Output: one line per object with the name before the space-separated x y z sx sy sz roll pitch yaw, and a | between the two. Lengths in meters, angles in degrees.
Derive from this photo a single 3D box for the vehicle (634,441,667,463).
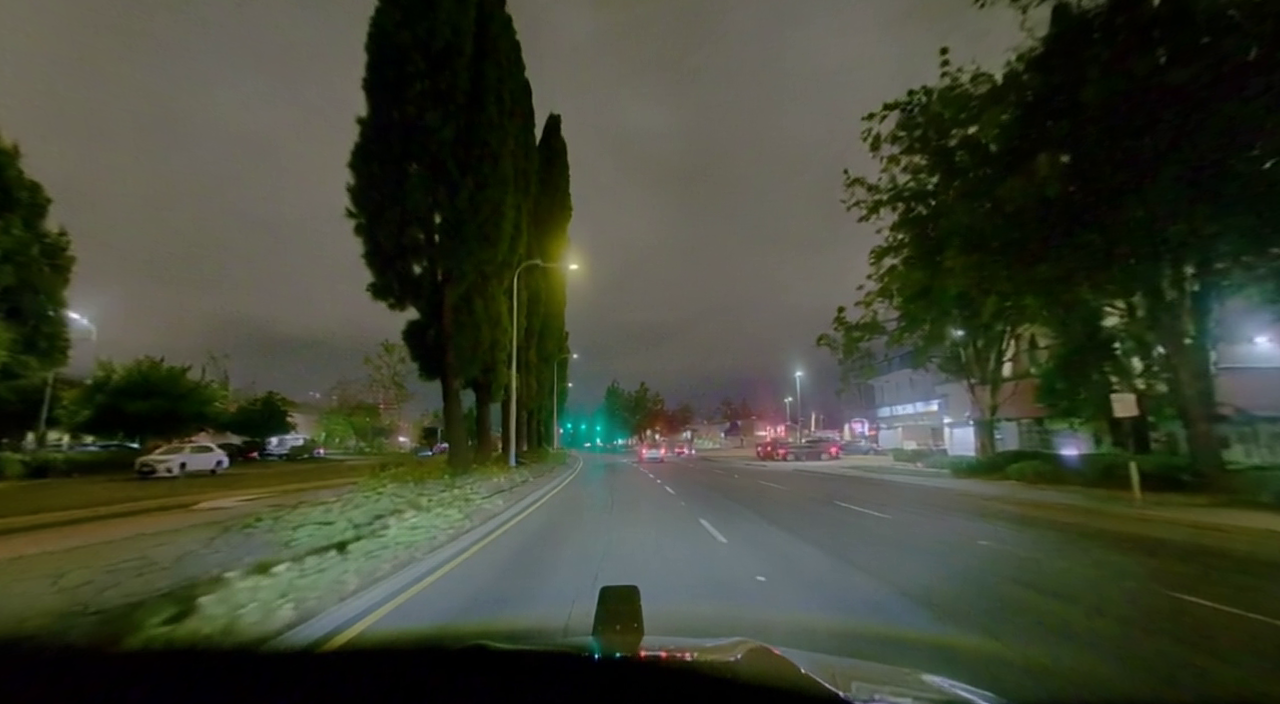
vehicle | 0.706 7.195 45.486 1.913 1.473 4.360 1 -9 -5

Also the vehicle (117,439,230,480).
vehicle | -20.428 4.721 27.942 1.874 1.651 4.259 0 -9 -3
